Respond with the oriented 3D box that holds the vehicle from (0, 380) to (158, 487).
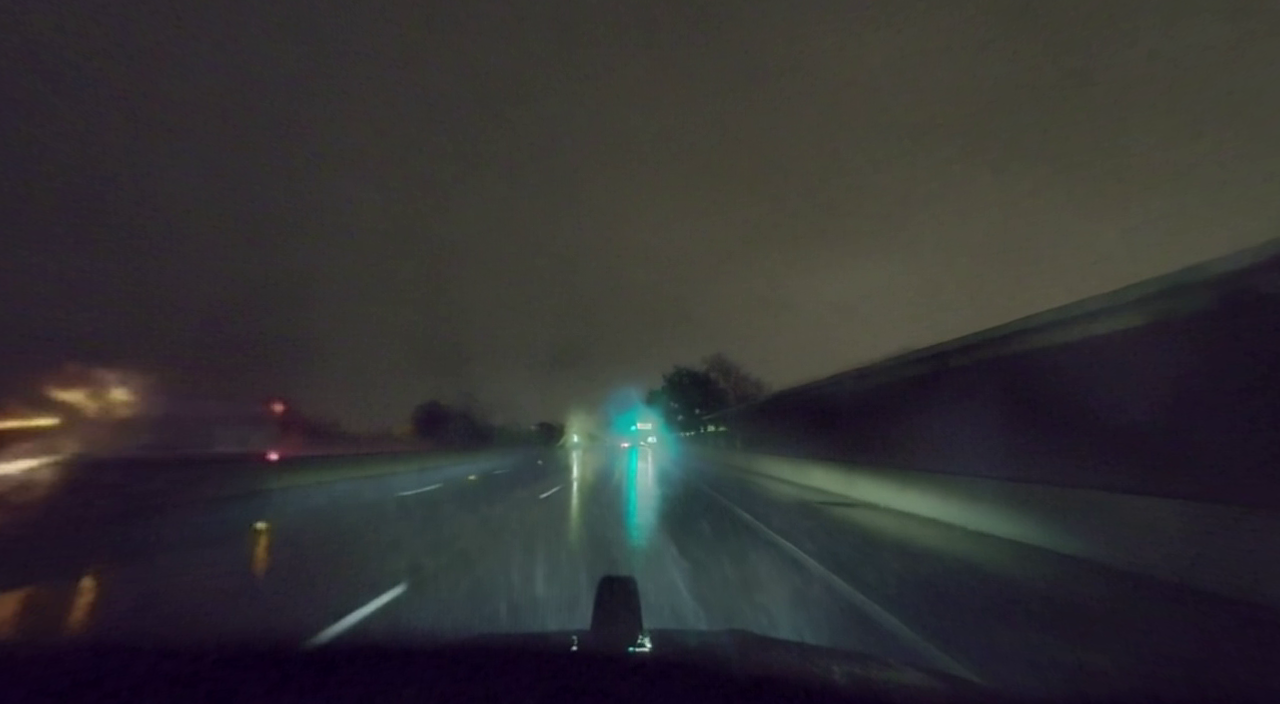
[{"bbox_3d":[-24.000,3.392,26.139,2.998,3.902,5.999,0,-8,0],"label":"vehicle"}]
